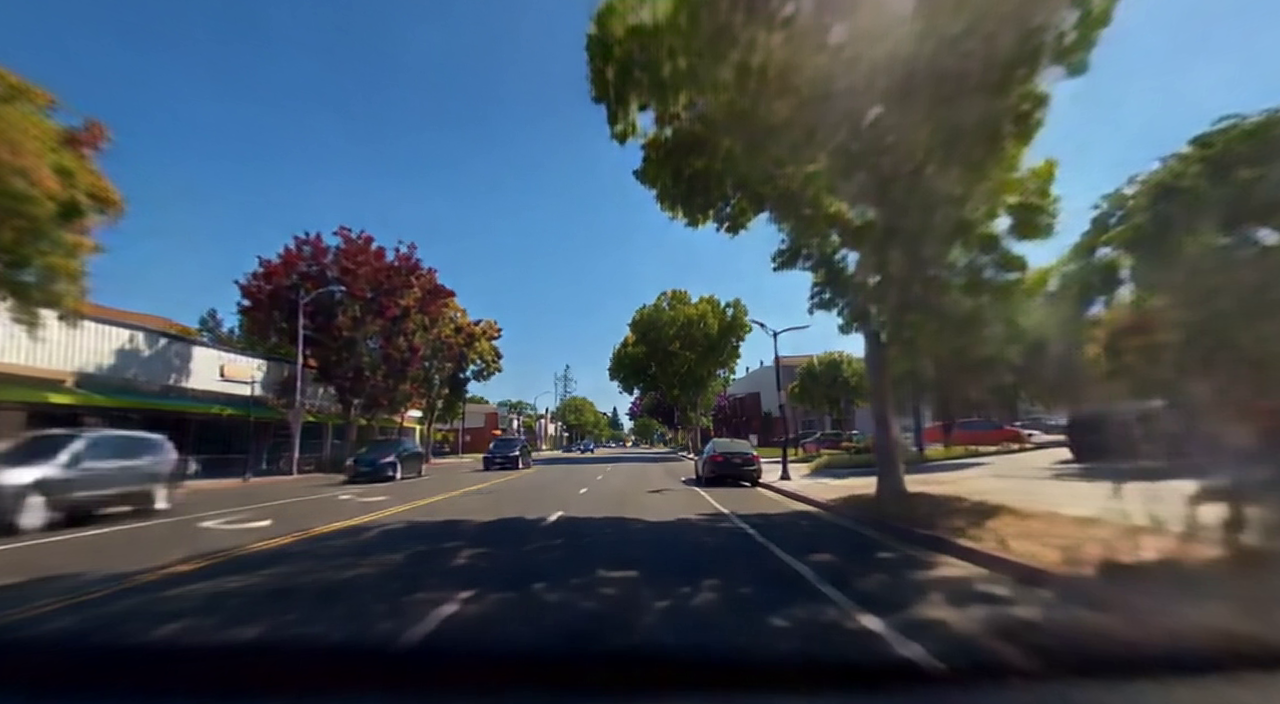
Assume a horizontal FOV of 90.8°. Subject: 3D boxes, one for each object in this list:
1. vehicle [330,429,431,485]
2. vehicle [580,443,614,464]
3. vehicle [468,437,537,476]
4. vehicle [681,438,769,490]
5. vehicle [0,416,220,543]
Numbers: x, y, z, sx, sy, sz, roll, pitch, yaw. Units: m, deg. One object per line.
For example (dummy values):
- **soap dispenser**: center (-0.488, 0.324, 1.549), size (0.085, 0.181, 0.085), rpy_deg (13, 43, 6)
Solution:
- **vehicle**: center (-10.356, 4.228, 25.698), size (2.088, 2.031, 4.616), rpy_deg (0, -8, 1)
- **vehicle**: center (-3.044, 7.331, 45.829), size (2.122, 1.469, 4.388), rpy_deg (0, -8, 1)
- **vehicle**: center (-6.800, 5.233, 31.913), size (2.371, 1.800, 4.987), rpy_deg (0, -8, 0)
- **vehicle**: center (2.646, 3.620, 20.799), size (2.034, 1.491, 4.618), rpy_deg (0, -8, -3)
- **vehicle**: center (-10.266, 2.153, 11.245), size (2.116, 1.817, 4.964), rpy_deg (0, -8, 0)
